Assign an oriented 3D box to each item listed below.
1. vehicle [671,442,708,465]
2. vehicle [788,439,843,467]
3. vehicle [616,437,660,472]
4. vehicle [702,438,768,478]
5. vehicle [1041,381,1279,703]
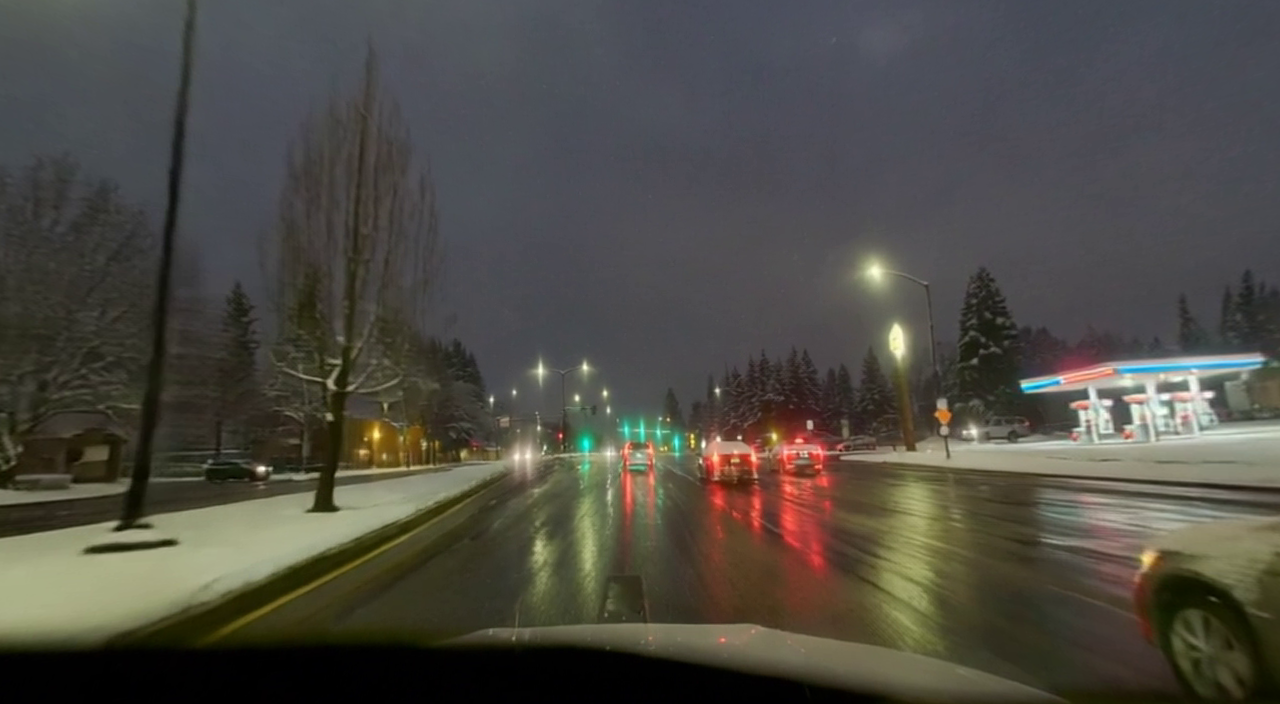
[{"bbox_3d":[3.388,7.096,43.941,2.114,1.473,4.495,0,-9,-1],"label":"vehicle"},{"bbox_3d":[10.087,5.856,36.412,1.906,1.488,4.251,0,-9,-1],"label":"vehicle"},{"bbox_3d":[-0.137,5.417,33.263,2.172,1.694,4.055,0,-9,-1],"label":"vehicle"},{"bbox_3d":[3.879,4.438,26.458,1.980,1.515,4.362,0,-9,-1],"label":"vehicle"},{"bbox_3d":[3.546,0.717,1.447,2.119,1.509,4.756,-1,-9,0],"label":"vehicle"}]
